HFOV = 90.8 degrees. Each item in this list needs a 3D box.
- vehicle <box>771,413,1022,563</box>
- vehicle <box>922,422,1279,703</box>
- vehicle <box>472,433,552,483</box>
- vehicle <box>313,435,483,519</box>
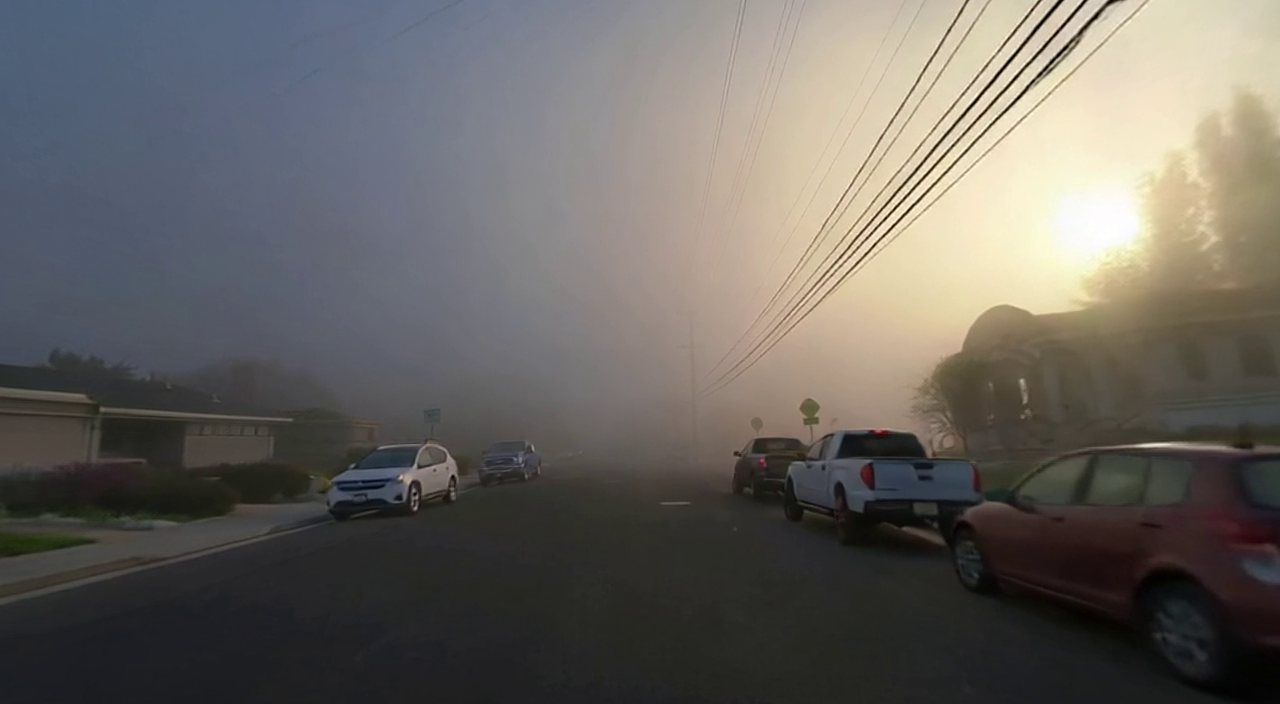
[{"bbox_3d":[3.520,1.953,9.850,1.979,1.762,4.621,0,-8,0],"label":"vehicle"},{"bbox_3d":[3.850,1.317,4.509,1.854,1.493,3.880,0,-8,0],"label":"vehicle"},{"bbox_3d":[-5.724,4.844,29.183,2.455,2.045,6.171,0,-8,0],"label":"vehicle"},{"bbox_3d":[-5.762,3.020,15.885,2.226,1.768,4.780,0,-8,2],"label":"vehicle"}]
